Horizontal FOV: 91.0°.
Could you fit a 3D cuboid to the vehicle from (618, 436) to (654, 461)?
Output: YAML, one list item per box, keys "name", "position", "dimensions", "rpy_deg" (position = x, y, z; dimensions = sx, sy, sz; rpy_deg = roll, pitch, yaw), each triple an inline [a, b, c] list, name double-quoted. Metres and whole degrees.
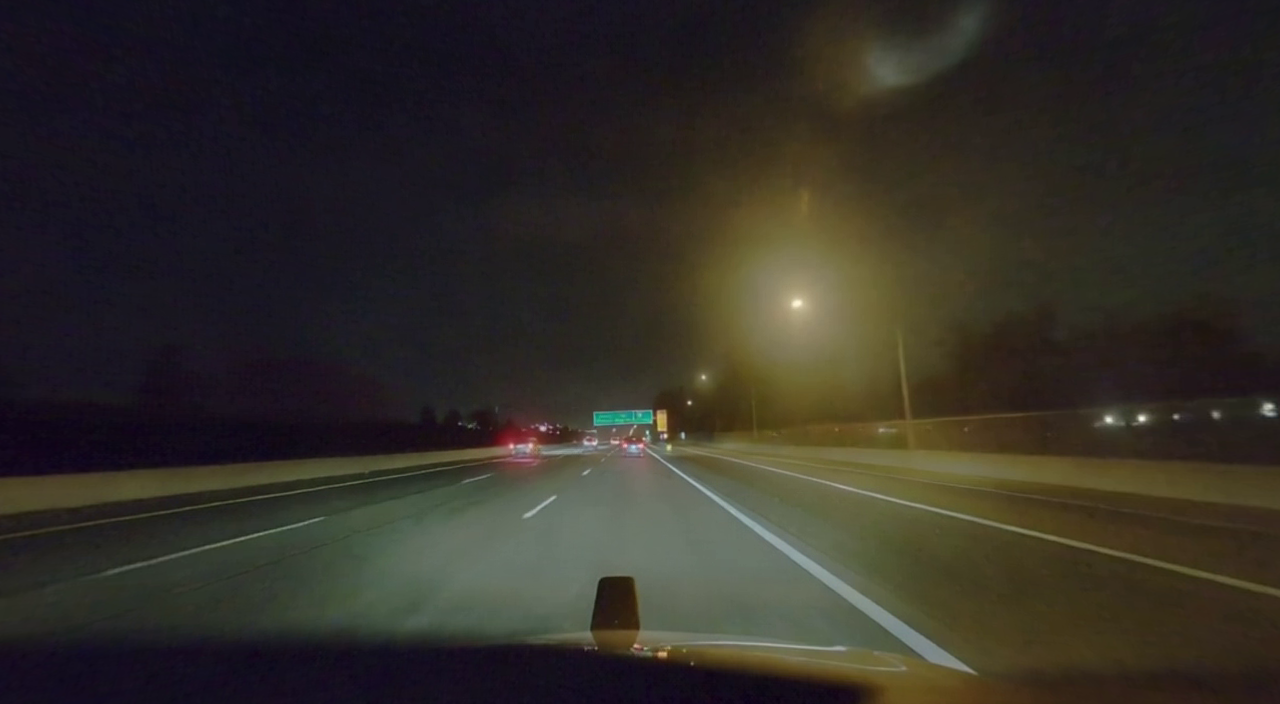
- name: "vehicle"
  position: [-0.283, 5.844, 38.353]
  dimensions: [2.072, 1.440, 3.690]
  rpy_deg: [0, -8, -1]

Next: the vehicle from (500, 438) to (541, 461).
- name: "vehicle"
  position: [-8.141, 6.675, 43.306]
  dimensions: [1.939, 1.504, 4.727]
  rpy_deg: [0, -8, -1]
